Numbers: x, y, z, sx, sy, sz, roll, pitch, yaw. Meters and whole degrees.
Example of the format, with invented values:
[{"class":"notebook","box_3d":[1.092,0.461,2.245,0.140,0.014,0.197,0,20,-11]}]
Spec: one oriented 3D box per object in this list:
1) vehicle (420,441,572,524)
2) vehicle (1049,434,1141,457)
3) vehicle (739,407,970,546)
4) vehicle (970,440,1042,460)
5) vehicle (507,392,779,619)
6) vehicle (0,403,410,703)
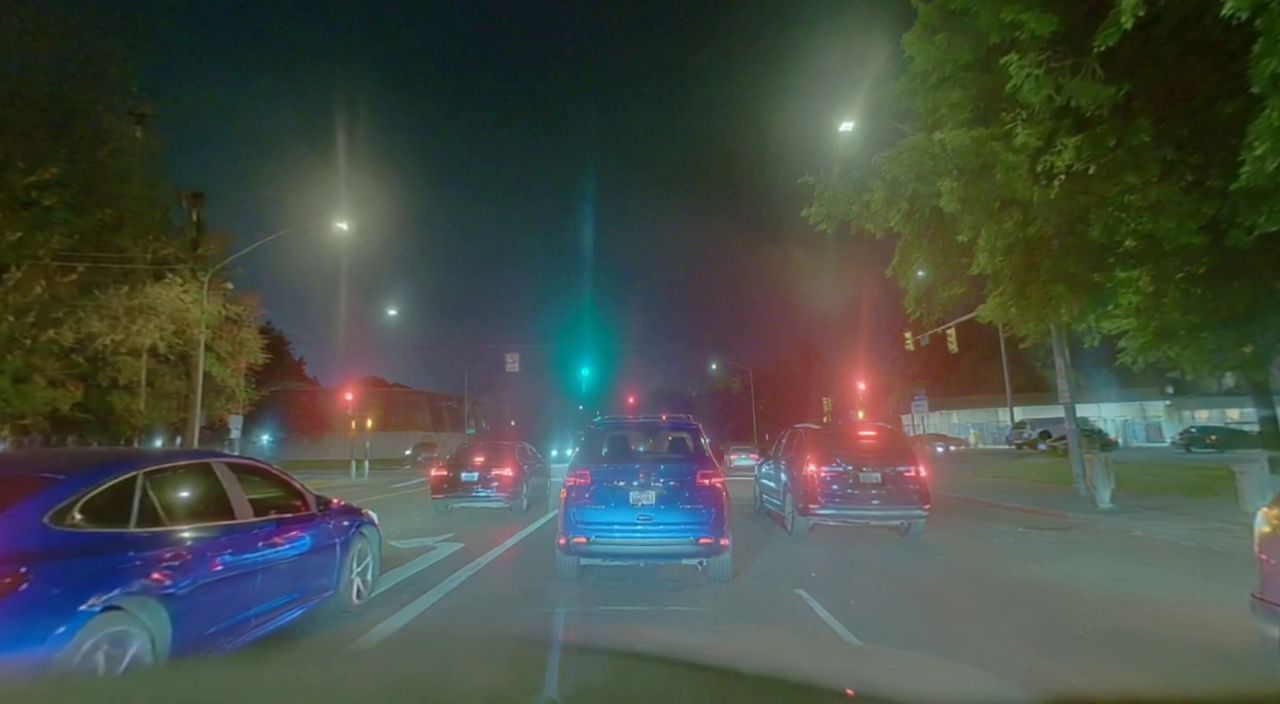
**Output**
[{"class":"vehicle","box_3d":[-2.809,2.661,13.529,2.072,1.450,4.612,0,-9,1]},{"class":"vehicle","box_3d":[32.788,6.776,45.562,4.869,1.622,2.230,0,-9,1]},{"class":"vehicle","box_3d":[3.399,2.125,11.499,2.408,1.908,5.355,0,-9,1]},{"class":"vehicle","box_3d":[26.496,7.095,45.752,4.180,1.376,1.583,0,-9,2]},{"class":"vehicle","box_3d":[0.034,1.490,6.958,2.113,1.768,3.901,0,-9,0]},{"class":"vehicle","box_3d":[-3.095,1.129,3.519,1.909,1.476,4.751,0,-9,-1]}]
